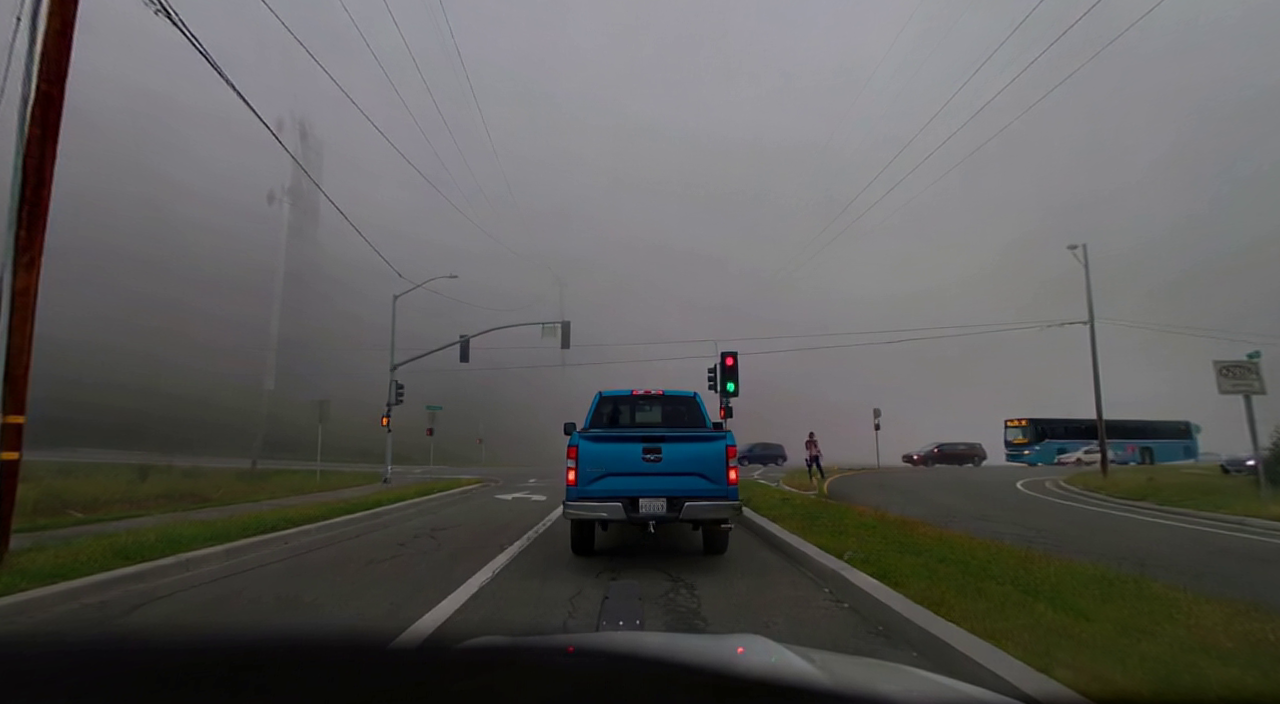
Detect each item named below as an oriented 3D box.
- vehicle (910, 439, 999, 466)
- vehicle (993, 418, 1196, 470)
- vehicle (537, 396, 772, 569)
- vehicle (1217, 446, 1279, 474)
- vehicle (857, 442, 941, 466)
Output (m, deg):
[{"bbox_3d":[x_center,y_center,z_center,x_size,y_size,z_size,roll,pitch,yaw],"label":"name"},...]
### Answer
[{"bbox_3d":[22.560,7.217,45.448,5.235,1.878,2.107,0,-8,-2],"label":"vehicle"},{"bbox_3d":[29.396,5.986,41.251,10.726,3.128,3.003,-1,-8,1],"label":"vehicle"},{"bbox_3d":[0.119,1.904,10.116,2.707,1.964,5.485,0,-8,-1],"label":"vehicle"},{"bbox_3d":[41.378,7.004,41.266,5.426,1.728,1.999,0,-8,-2],"label":"vehicle"},{"bbox_3d":[16.823,6.633,41.212,4.578,1.490,1.935,-1,-8,3],"label":"vehicle"}]
